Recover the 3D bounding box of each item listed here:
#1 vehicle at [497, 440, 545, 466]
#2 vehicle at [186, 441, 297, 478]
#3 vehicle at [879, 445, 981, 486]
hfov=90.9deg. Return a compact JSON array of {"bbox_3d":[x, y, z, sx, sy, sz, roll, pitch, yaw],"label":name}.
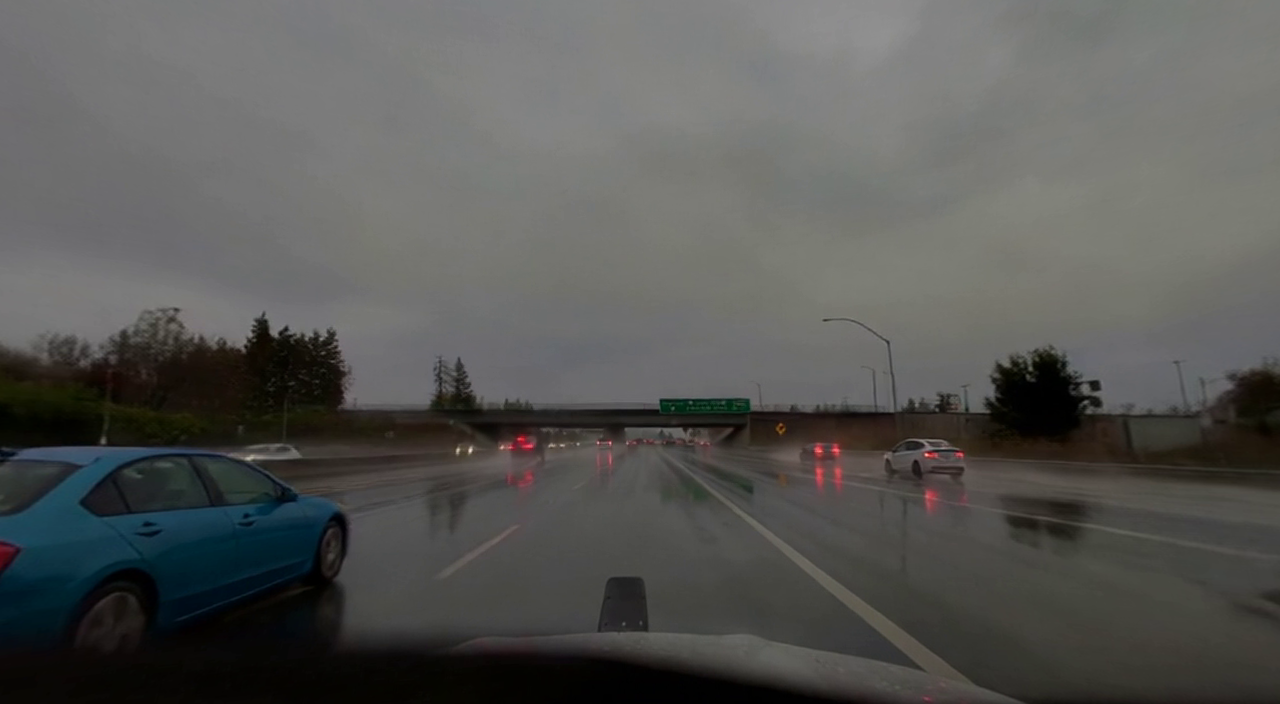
[{"bbox_3d":[-7.118,6.078,38.069,1.987,1.486,4.174,0,-8,2],"label":"vehicle"},{"bbox_3d":[-17.842,4.801,28.548,1.909,1.530,4.596,0,-8,1],"label":"vehicle"},{"bbox_3d":[11.891,4.641,26.198,2.000,1.515,4.188,1,-8,-4],"label":"vehicle"}]
